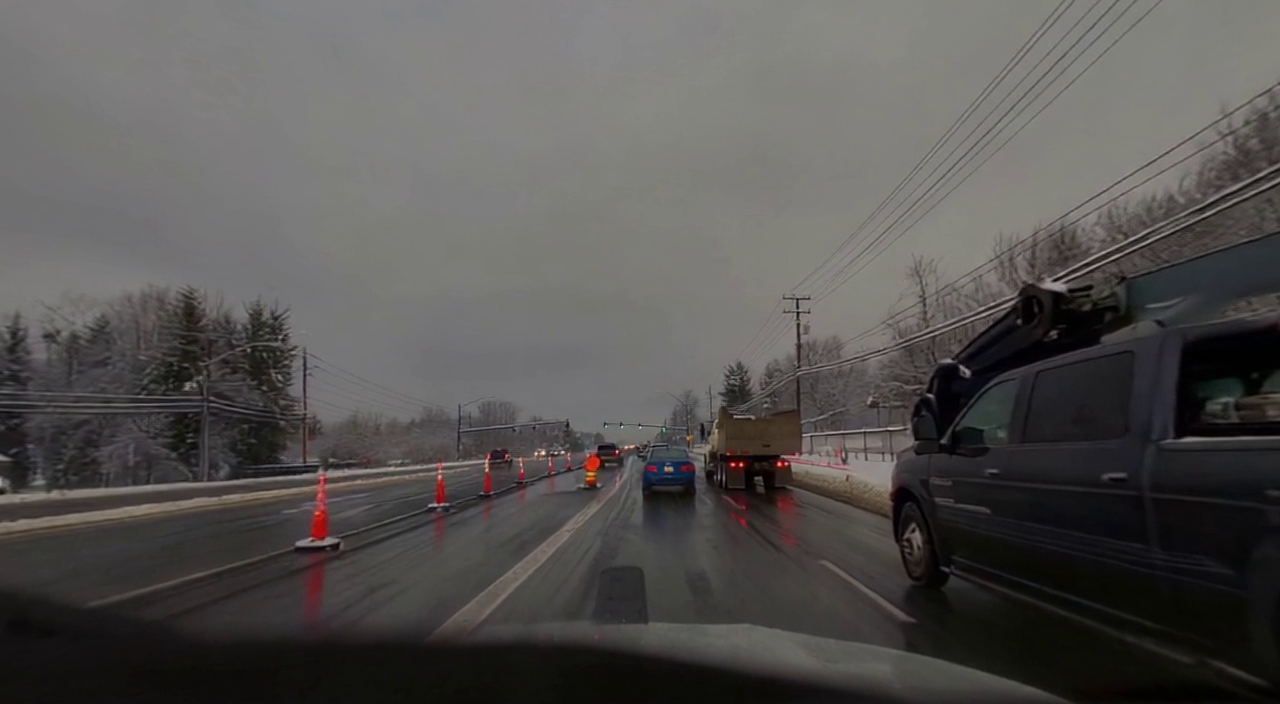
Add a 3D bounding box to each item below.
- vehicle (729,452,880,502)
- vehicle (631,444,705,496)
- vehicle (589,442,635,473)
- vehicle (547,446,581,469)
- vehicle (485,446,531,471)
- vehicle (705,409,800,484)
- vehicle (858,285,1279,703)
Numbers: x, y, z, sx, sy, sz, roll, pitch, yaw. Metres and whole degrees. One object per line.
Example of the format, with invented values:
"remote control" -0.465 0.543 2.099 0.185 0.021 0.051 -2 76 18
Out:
"vehicle" 4.930 3.949 20.648 2.554 1.217 7.611 1 -8 -3
"vehicle" 0.798 3.703 20.248 2.128 1.473 4.272 0 -8 0
"vehicle" -1.604 6.259 37.657 1.989 1.729 4.184 -1 -9 8
"vehicle" -5.491 7.637 45.939 1.999 1.538 4.325 0 -8 0
"vehicle" -8.511 6.933 41.207 2.018 1.490 4.926 0 -8 -1
"vehicle" 4.686 4.139 27.723 2.953 2.907 6.339 0 -8 0
"vehicle" 3.790 0.976 3.980 2.555 2.017 6.201 0 -9 0
